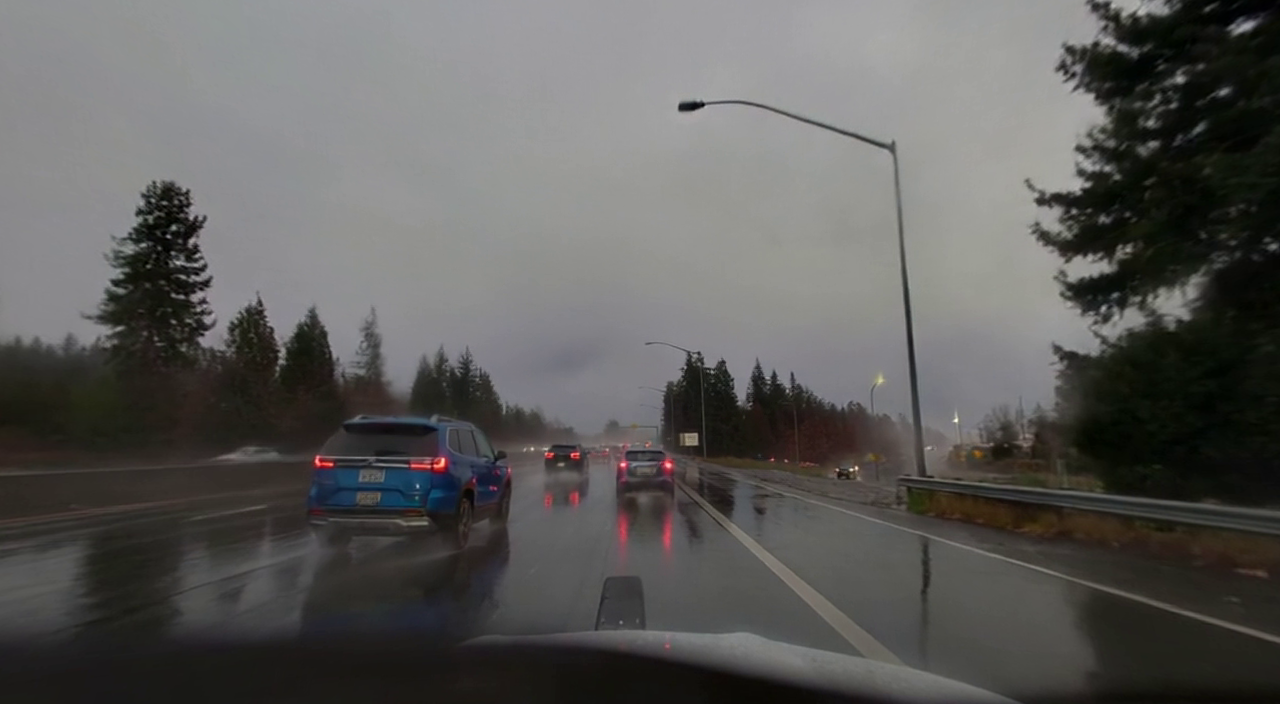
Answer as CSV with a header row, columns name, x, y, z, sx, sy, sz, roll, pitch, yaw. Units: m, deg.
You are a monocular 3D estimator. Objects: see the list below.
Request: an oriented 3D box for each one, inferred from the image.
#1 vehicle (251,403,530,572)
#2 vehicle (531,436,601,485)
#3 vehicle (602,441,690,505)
name,x,y,z,sx,sy,sz,roll,pitch,yaw
vehicle,-3.050,1.772,8.890,2.123,1.798,4.108,0,-9,2
vehicle,-2.845,4.346,25.468,2.125,1.771,4.721,0,-9,2
vehicle,0.126,3.162,16.889,2.068,1.488,4.045,0,-9,-1
